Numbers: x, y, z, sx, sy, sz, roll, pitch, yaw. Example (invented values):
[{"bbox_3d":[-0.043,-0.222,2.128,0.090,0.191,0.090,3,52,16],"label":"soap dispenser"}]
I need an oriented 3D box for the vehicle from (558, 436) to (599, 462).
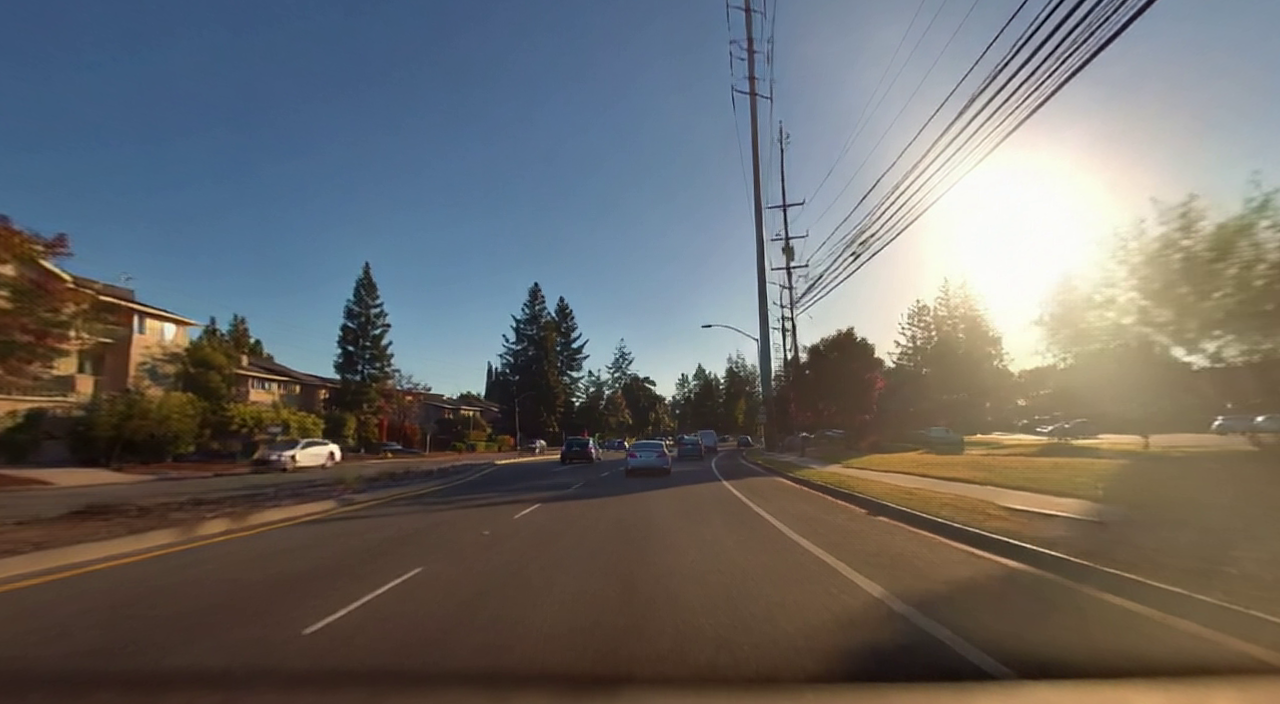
[{"bbox_3d":[-3.777,6.047,39.234,1.983,1.485,4.159,-1,-9,2],"label":"vehicle"}]

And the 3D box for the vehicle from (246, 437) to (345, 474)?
[{"bbox_3d":[-17.527,5.300,32.382,2.081,1.739,4.704,-1,-9,6],"label":"vehicle"}]

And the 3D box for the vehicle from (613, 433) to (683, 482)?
[{"bbox_3d":[0.368,3.552,21.439,2.117,1.474,4.036,-1,-9,4],"label":"vehicle"}]
